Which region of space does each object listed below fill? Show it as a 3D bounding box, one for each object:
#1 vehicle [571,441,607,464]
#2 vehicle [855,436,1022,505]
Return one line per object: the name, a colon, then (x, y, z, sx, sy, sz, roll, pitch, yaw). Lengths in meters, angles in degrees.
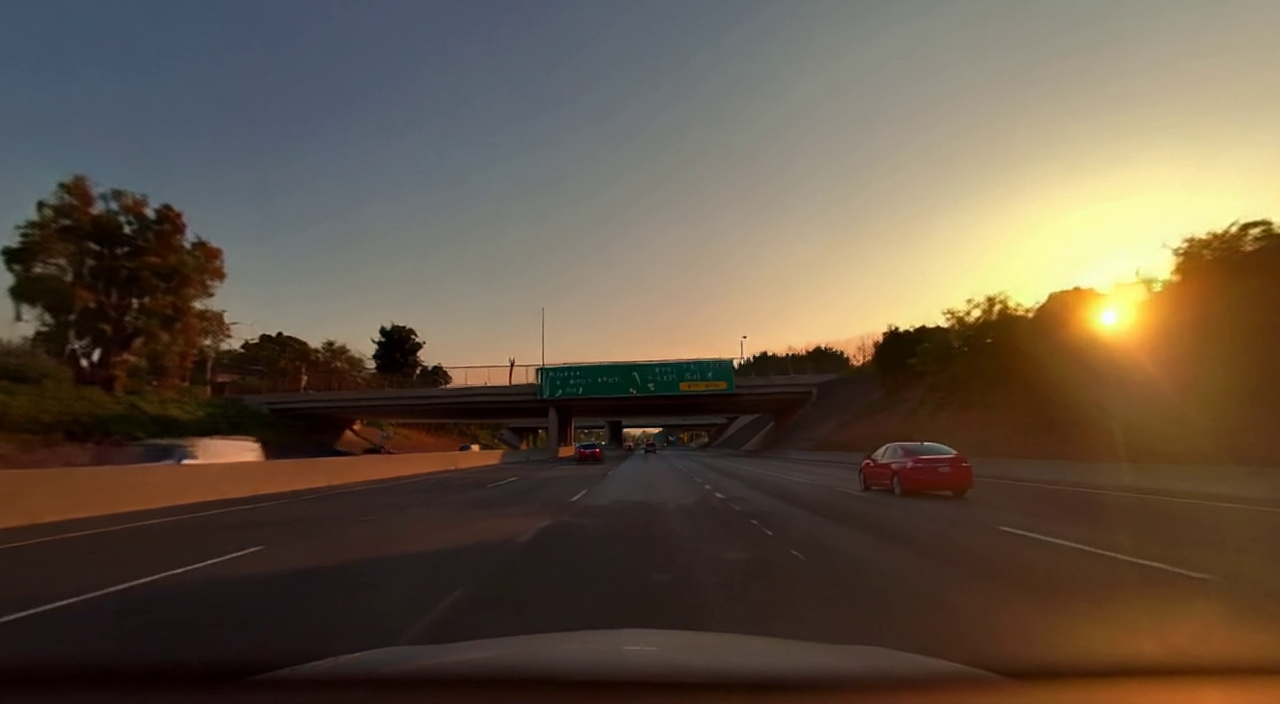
vehicle: (-3.629, 7.258, 45.579, 2.085, 1.533, 4.861, 0, -8, 1)
vehicle: (7.157, 2.871, 15.792, 1.914, 1.465, 4.574, 0, -8, 0)
